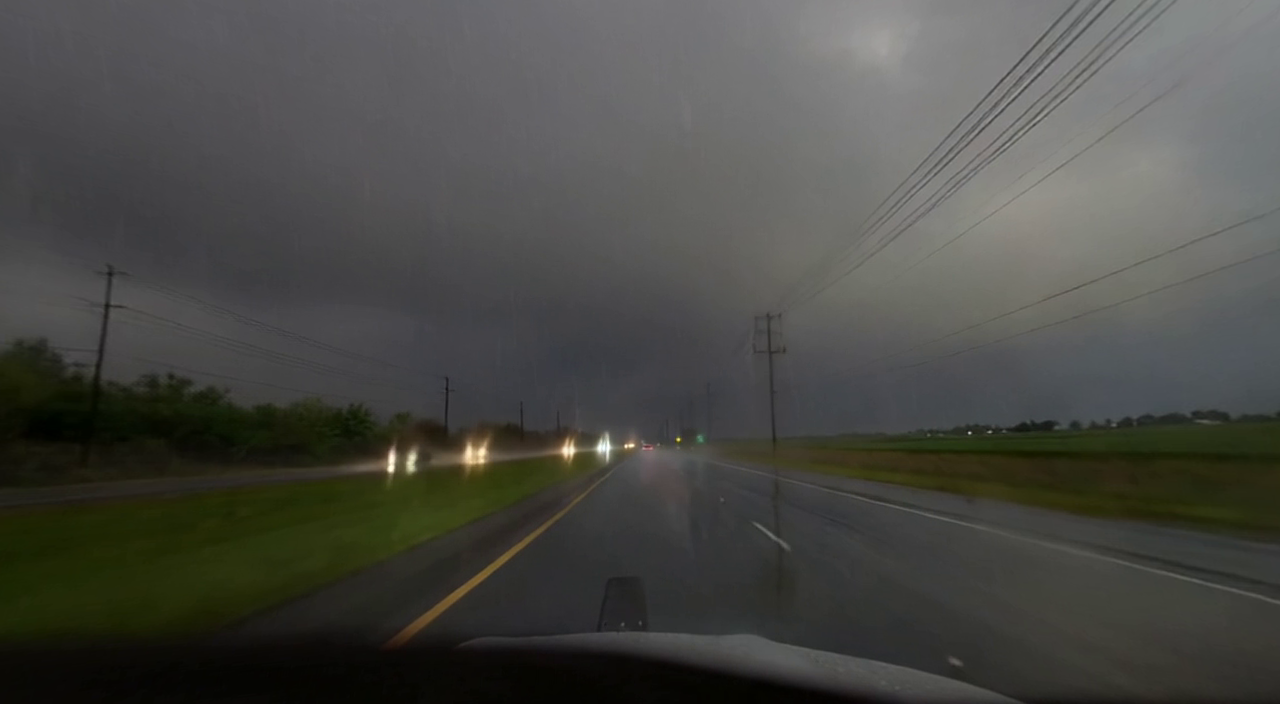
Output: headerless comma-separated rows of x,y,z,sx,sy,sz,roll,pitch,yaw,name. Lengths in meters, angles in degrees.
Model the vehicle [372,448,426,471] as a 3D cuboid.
-16.525,7.359,43.251,1.874,1.441,4.450,0,-8,1,vehicle
